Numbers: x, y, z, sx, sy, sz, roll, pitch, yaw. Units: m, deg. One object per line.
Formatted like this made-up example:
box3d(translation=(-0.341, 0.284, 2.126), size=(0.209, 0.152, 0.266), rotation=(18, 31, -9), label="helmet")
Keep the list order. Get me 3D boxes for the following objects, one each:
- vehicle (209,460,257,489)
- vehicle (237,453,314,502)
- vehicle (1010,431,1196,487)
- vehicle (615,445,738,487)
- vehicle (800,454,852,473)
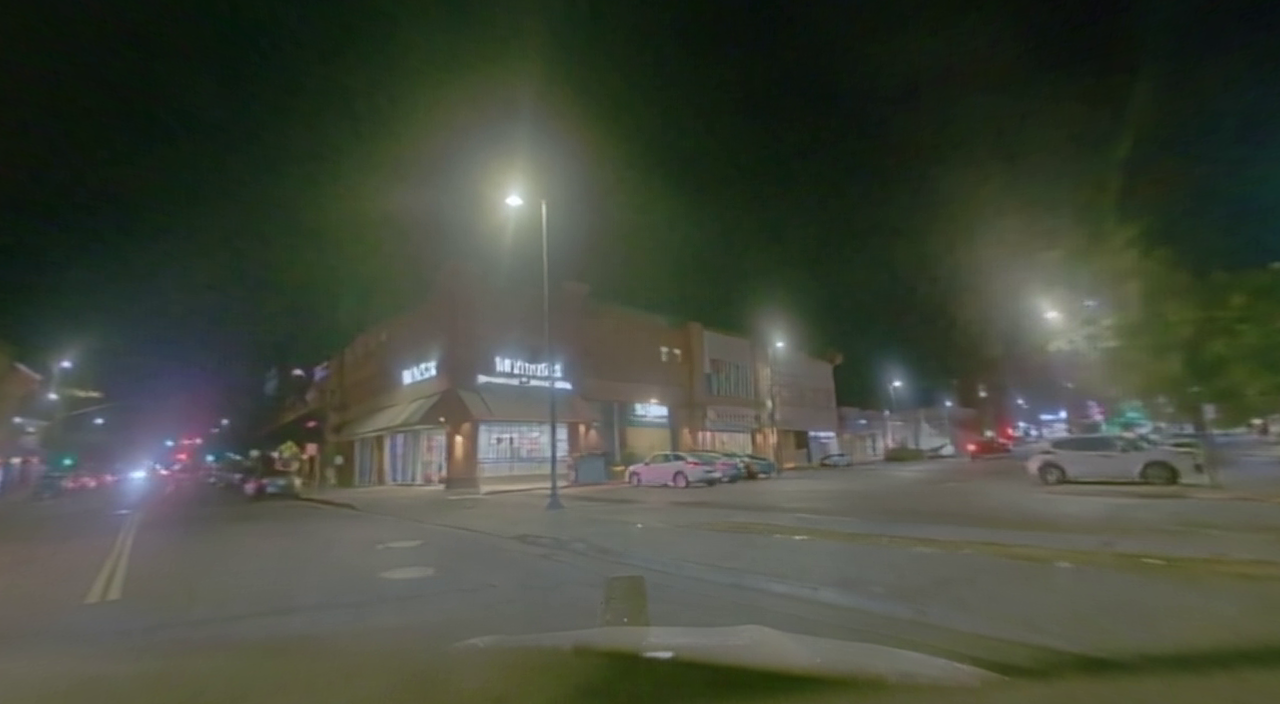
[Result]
box3d(translation=(-27.441, 8.199, 42.429), size=(2.053, 1.691, 4.194), rotation=(7, -11, -40), label="vehicle")
box3d(translation=(-16.539, 5.580, 28.474), size=(2.150, 2.013, 4.748), rotation=(7, -12, -38), label="vehicle")
box3d(translation=(15.492, 3.568, 21.293), size=(4.706, 1.663, 1.993), rotation=(-8, -12, 43), label="vehicle")
box3d(translation=(1.510, 4.782, 26.731), size=(4.814, 1.618, 1.869), rotation=(-4, -10, 27), label="vehicle")
box3d(translation=(14.530, 8.749, 49.379), size=(1.557, 1.372, 3.538), rotation=(7, -13, -43), label="vehicle")
